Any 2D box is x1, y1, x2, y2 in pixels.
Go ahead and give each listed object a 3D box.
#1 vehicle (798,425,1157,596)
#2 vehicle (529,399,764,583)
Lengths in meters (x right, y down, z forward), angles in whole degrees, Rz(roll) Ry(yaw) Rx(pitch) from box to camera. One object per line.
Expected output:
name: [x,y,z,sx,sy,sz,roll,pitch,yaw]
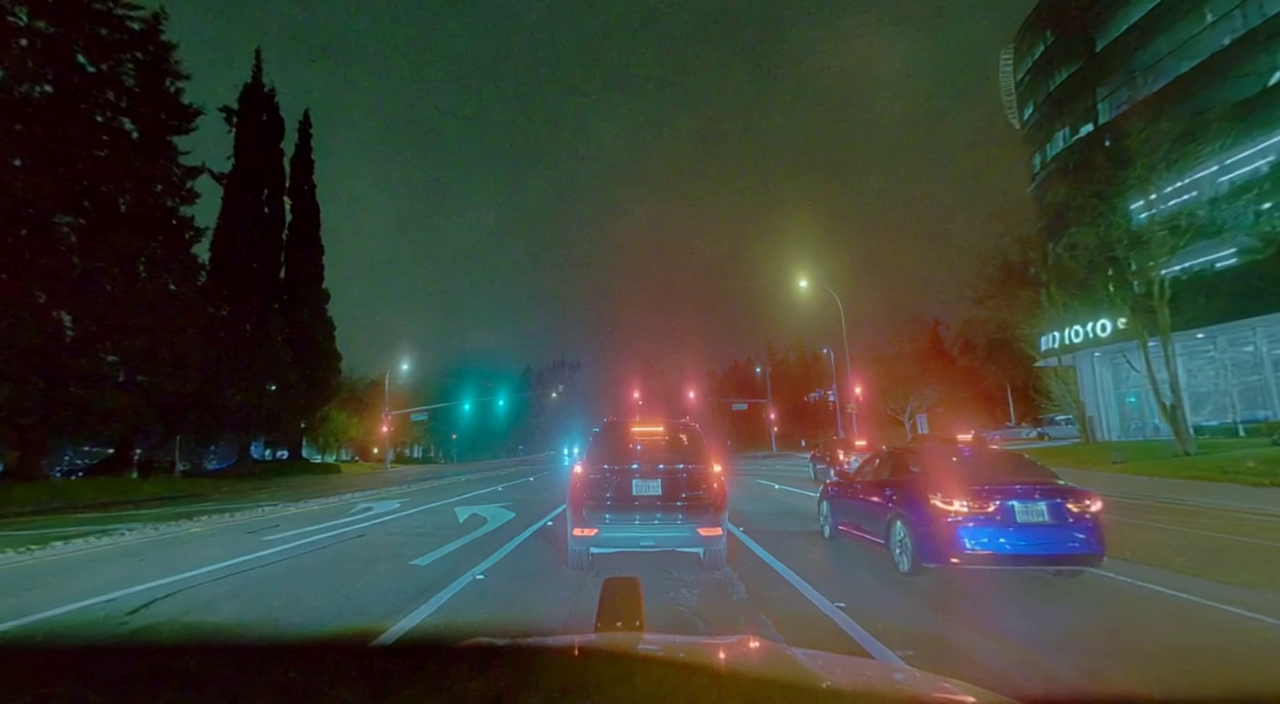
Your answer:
vehicle: [3.507,1.721,7.747,1.997,1.471,4.321,0,-9,0]
vehicle: [0.059,1.655,8.256,2.266,1.762,4.131,0,-9,0]
